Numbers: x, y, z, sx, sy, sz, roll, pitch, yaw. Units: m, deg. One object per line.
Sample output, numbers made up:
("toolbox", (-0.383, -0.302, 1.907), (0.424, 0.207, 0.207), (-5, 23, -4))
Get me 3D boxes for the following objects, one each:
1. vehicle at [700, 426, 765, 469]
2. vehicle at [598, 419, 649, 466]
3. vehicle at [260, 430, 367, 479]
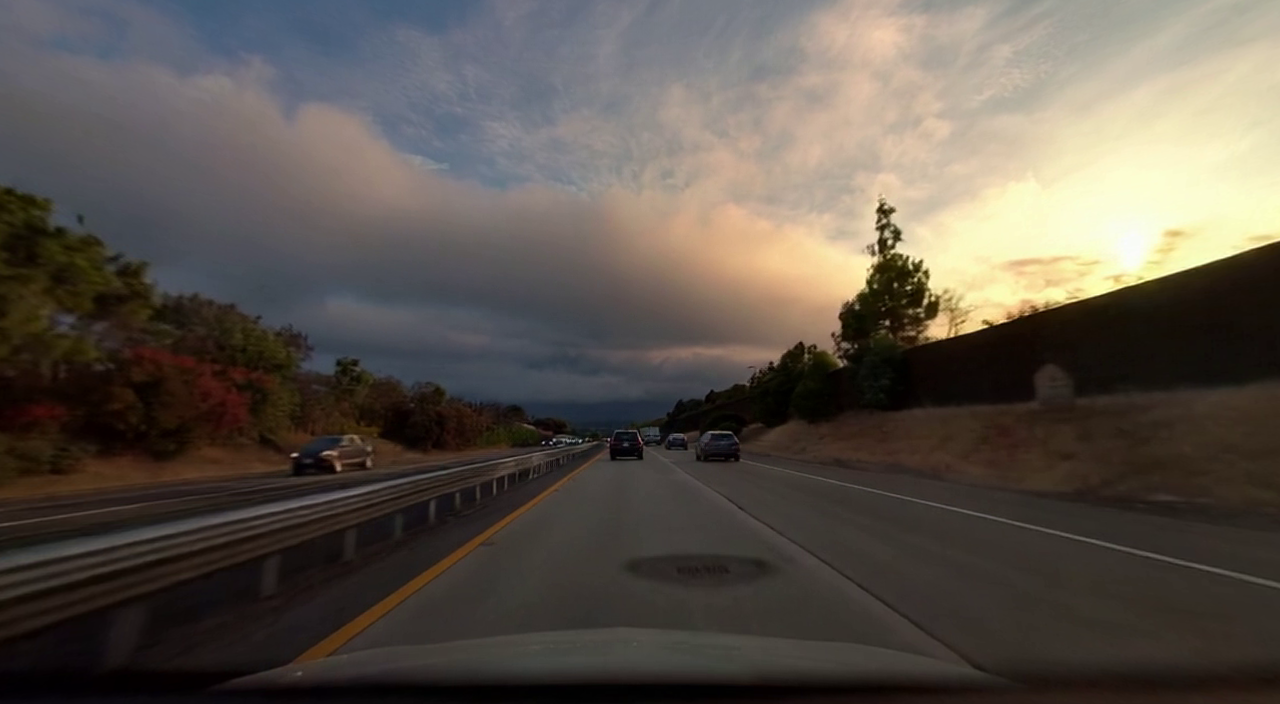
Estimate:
("vehicle", (3.750, 3.958, 26.324), (1.981, 1.606, 3.956), (0, -8, -2))
("vehicle", (-0.814, 4.349, 30.445), (2.270, 2.044, 4.633), (0, -8, -2))
("vehicle", (-14.091, 4.422, 27.617), (2.077, 1.935, 5.061), (0, -8, -1))
